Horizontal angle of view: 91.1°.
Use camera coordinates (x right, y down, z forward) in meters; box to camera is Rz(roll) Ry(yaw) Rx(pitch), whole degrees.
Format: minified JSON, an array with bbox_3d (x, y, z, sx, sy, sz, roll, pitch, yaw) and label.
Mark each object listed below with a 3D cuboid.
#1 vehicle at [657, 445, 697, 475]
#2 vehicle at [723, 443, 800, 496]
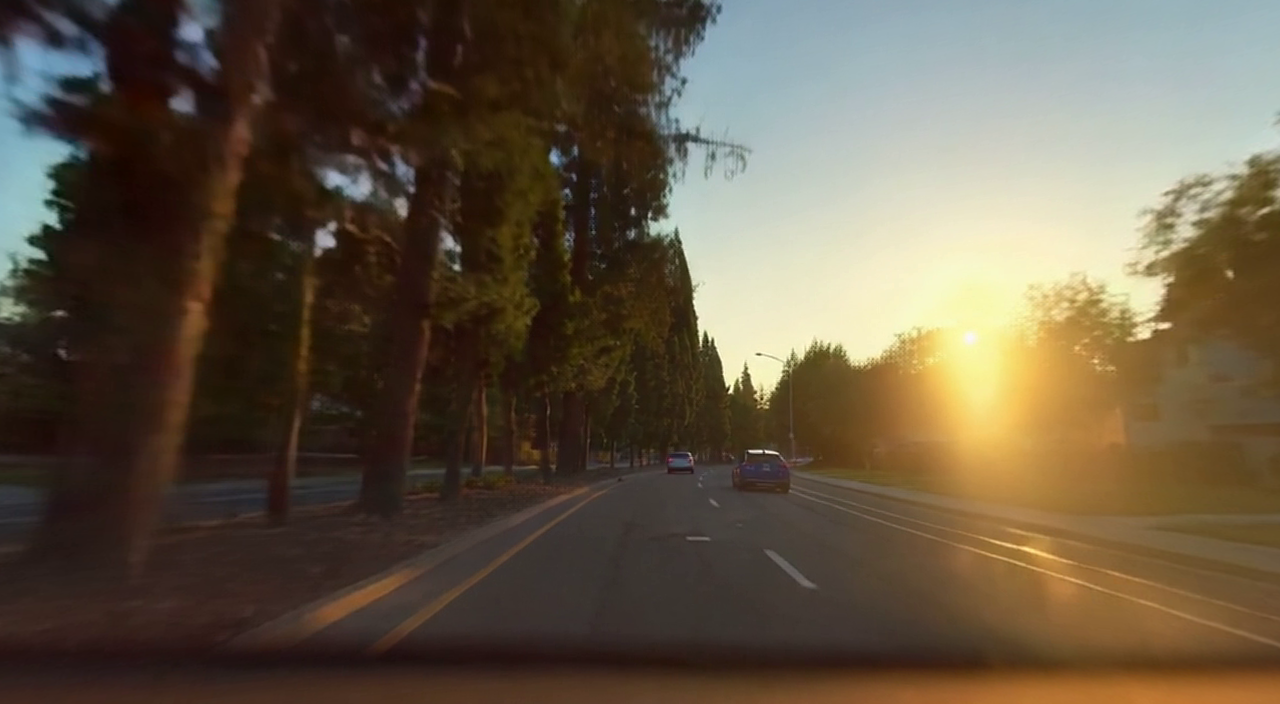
[{"bbox_3d":[2.454,6.946,40.752,2.251,1.822,4.391,-1,-9,8],"label":"vehicle"},{"bbox_3d":[4.138,4.039,22.114,1.971,1.663,4.287,0,-8,2],"label":"vehicle"}]
